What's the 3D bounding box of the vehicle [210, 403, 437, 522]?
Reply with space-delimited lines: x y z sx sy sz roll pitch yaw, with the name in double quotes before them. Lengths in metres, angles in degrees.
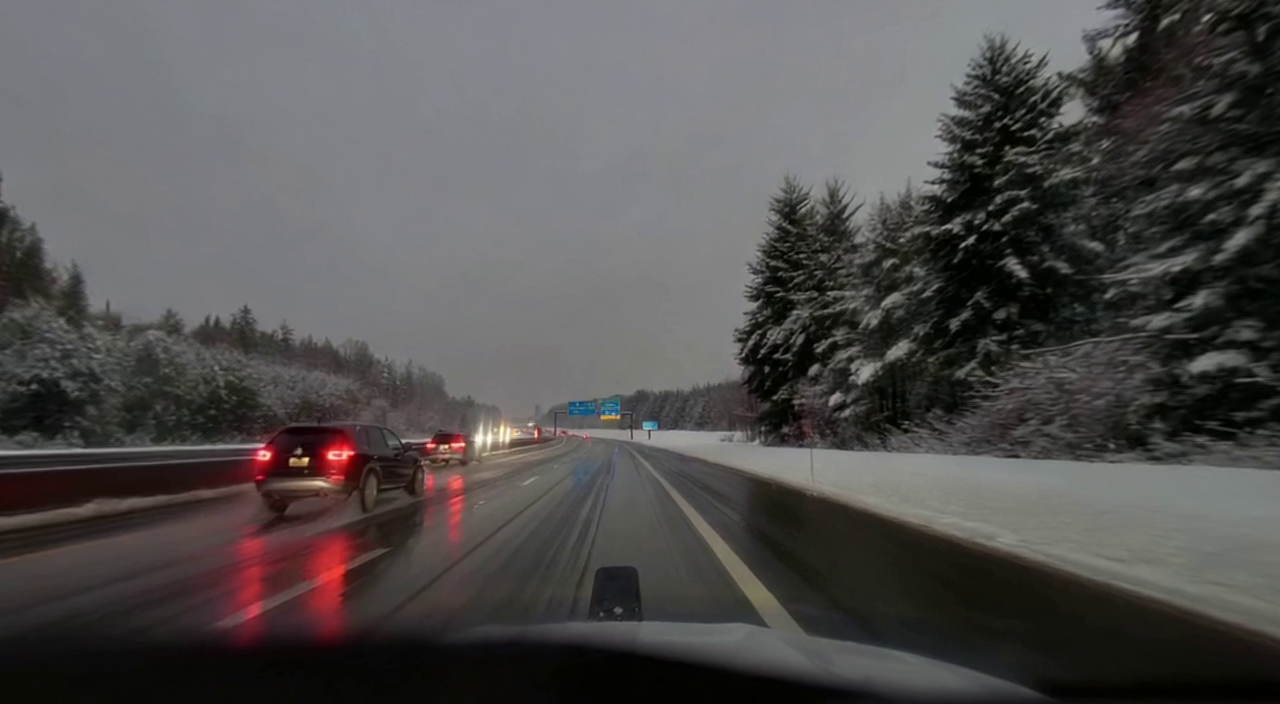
"vehicle" -5.303 1.887 11.284 2.007 1.727 4.040 0 -8 -1
